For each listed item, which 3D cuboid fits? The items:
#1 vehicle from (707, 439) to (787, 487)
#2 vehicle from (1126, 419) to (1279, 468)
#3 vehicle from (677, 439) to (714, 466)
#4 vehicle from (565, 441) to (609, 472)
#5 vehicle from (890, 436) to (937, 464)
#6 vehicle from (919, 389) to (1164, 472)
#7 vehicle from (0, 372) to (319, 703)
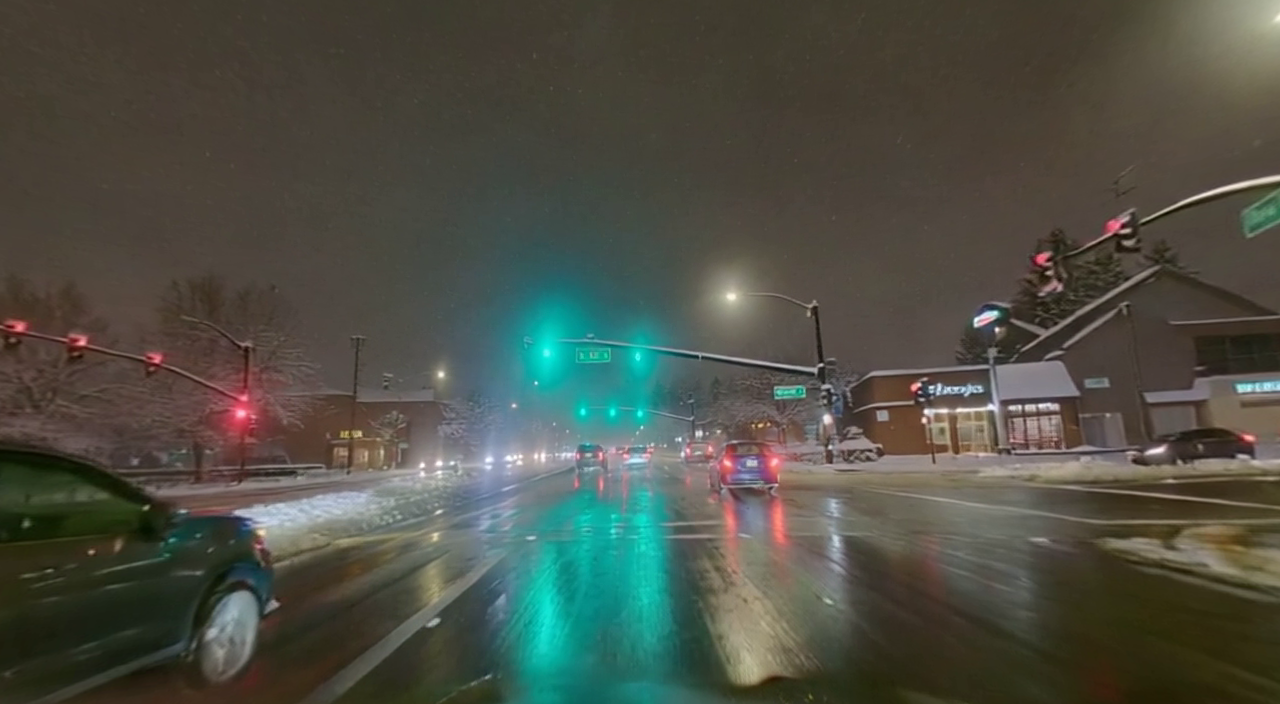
[{"bbox_3d":[3.556,3.768,21.742,1.972,1.452,4.189,0,-8,-1],"label":"vehicle"},{"bbox_3d":[23.831,3.775,26.180,5.428,1.629,2.013,-4,-8,1],"label":"vehicle"},{"bbox_3d":[3.646,6.638,41.821,2.050,1.683,3.990,0,-8,-1],"label":"vehicle"},{"bbox_3d":[-2.796,5.650,34.306,2.003,1.509,4.396,0,-8,0],"label":"vehicle"},{"bbox_3d":[14.379,5.134,32.987,1.920,1.346,4.247,-5,-9,27],"label":"vehicle"},{"bbox_3d":[16.752,3.388,26.936,8.201,3.281,2.759,-2,-8,7],"label":"vehicle"},{"bbox_3d":[-3.153,0.785,1.703,2.024,1.529,4.741,0,-8,1],"label":"vehicle"}]
